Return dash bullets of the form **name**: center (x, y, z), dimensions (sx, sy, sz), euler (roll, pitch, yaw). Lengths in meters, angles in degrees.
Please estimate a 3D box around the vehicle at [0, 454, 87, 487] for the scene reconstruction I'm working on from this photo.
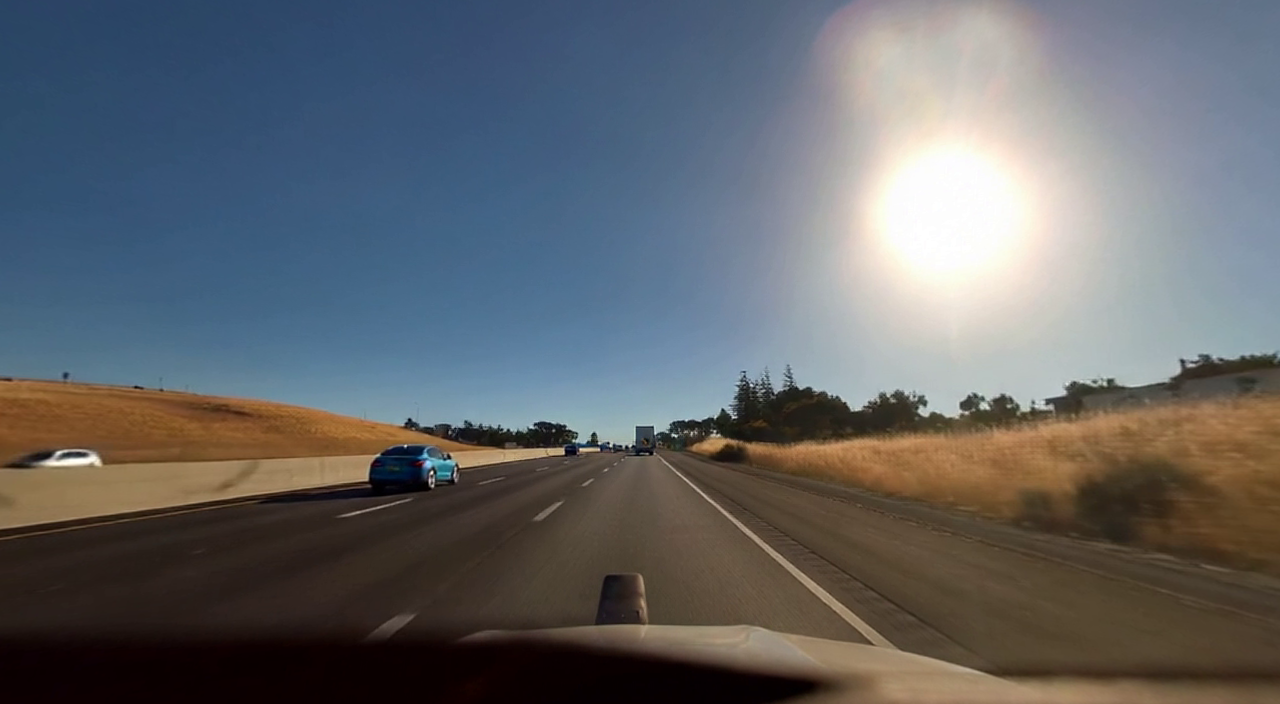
- **vehicle**: center (-31.734, 6.118, 32.815), dimensions (1.801, 1.506, 4.441), euler (0, -8, 0)

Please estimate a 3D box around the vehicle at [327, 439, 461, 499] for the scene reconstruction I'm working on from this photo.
- **vehicle**: center (-7.127, 3.415, 18.871), dimensions (2.096, 1.541, 4.610), euler (0, -8, 1)
